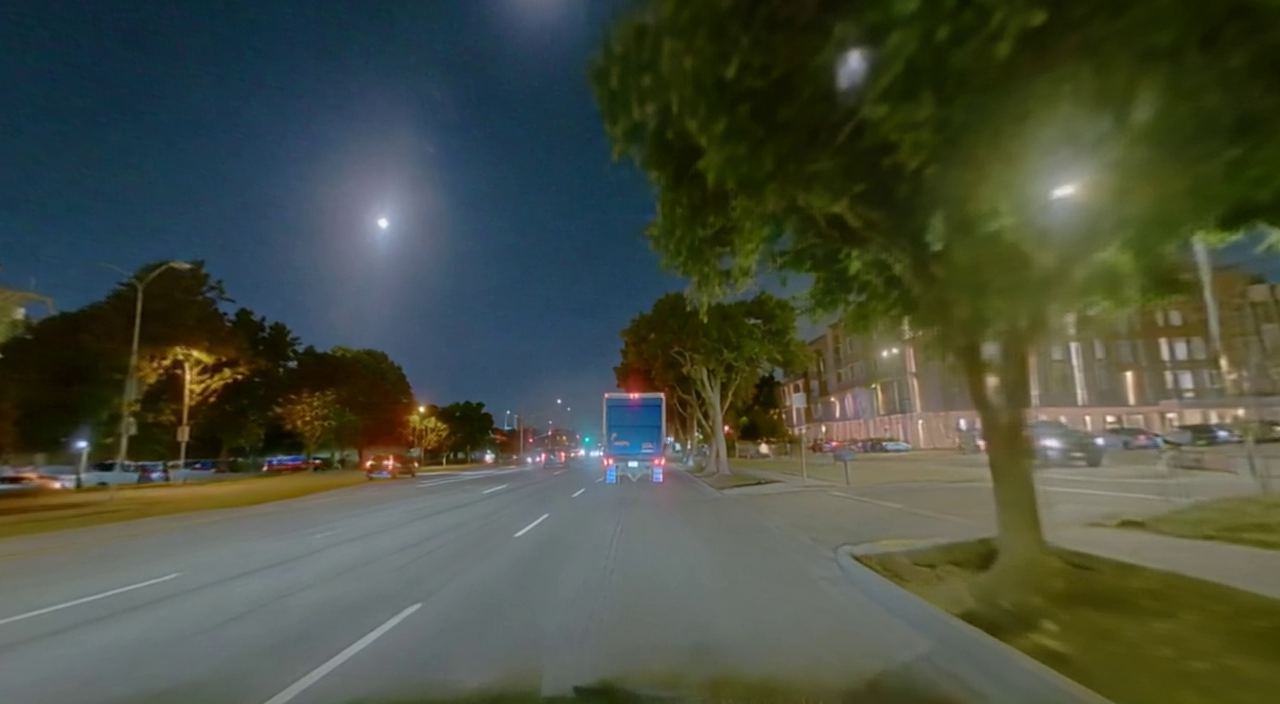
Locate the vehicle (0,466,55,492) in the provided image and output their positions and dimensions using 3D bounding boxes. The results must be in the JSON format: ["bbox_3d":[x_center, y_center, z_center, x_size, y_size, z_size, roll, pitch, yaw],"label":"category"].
[{"bbox_3d":[-39.186,7.947,39.267,1.645,1.416,3.497,-6,-10,39],"label":"vehicle"}]

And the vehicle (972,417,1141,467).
[{"bbox_3d":[13.770,2.987,20.961,4.321,1.579,1.823,0,-7,1],"label":"vehicle"}]

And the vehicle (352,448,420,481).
[{"bbox_3d":[-14.036,6.214,34.952,1.958,1.672,4.283,0,-9,0],"label":"vehicle"}]

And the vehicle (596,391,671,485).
[{"bbox_3d":[-0.218,4.009,28.969,2.905,3.644,8.807,0,-9,0],"label":"vehicle"}]

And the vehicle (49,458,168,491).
[{"bbox_3d":[-33.793,7.799,40.067,5.452,1.994,2.312,0,-9,1],"label":"vehicle"}]

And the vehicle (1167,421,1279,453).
[{"bbox_3d":[26.459,3.867,28.528,3.537,1.393,1.581,0,-9,-1],"label":"vehicle"}]
